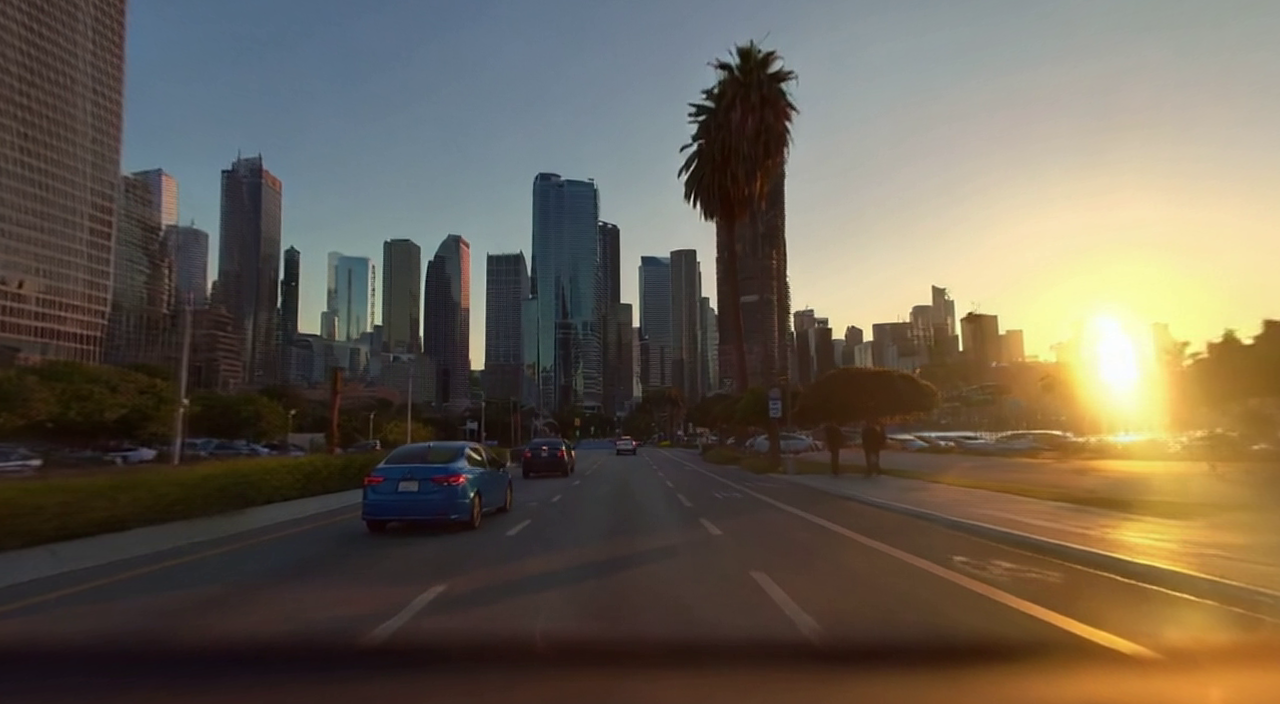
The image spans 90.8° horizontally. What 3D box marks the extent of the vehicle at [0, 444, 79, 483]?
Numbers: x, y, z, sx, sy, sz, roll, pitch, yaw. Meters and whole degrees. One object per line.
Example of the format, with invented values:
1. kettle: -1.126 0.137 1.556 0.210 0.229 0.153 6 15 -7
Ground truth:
1. vehicle: -30.792 5.415 30.895 1.947 1.763 5.176 0 -8 -1

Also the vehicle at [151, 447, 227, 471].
1. vehicle: -31.005 7.370 43.667 1.859 1.524 4.812 0 -8 -2

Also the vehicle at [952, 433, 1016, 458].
1. vehicle: 22.667 6.177 41.795 1.938 1.522 4.121 0 -8 2

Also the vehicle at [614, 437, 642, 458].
1. vehicle: -0.902 7.131 47.198 2.004 1.465 3.713 0 -8 0

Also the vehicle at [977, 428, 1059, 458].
1. vehicle: 24.967 6.068 42.043 2.147 1.886 5.603 0 -8 2

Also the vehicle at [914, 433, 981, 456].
1. vehicle: 20.292 6.145 41.917 1.976 1.431 4.774 -1 -8 -1

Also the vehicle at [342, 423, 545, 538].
1. vehicle: -3.009 2.081 10.833 2.071 1.544 4.383 0 -8 0

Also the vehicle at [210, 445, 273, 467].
1. vehicle: -31.178 8.136 49.593 1.888 1.625 4.699 0 -8 0

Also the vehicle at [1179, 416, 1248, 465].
1. vehicle: 24.346 3.770 26.943 1.679 1.923 3.703 -6 -10 36

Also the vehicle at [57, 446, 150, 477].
1. vehicle: -31.117 6.336 36.831 1.835 1.664 3.972 -2 -9 2

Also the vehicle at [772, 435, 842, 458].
1. vehicle: 12.717 7.239 48.368 4.749 1.522 1.905 -1 -9 -3
